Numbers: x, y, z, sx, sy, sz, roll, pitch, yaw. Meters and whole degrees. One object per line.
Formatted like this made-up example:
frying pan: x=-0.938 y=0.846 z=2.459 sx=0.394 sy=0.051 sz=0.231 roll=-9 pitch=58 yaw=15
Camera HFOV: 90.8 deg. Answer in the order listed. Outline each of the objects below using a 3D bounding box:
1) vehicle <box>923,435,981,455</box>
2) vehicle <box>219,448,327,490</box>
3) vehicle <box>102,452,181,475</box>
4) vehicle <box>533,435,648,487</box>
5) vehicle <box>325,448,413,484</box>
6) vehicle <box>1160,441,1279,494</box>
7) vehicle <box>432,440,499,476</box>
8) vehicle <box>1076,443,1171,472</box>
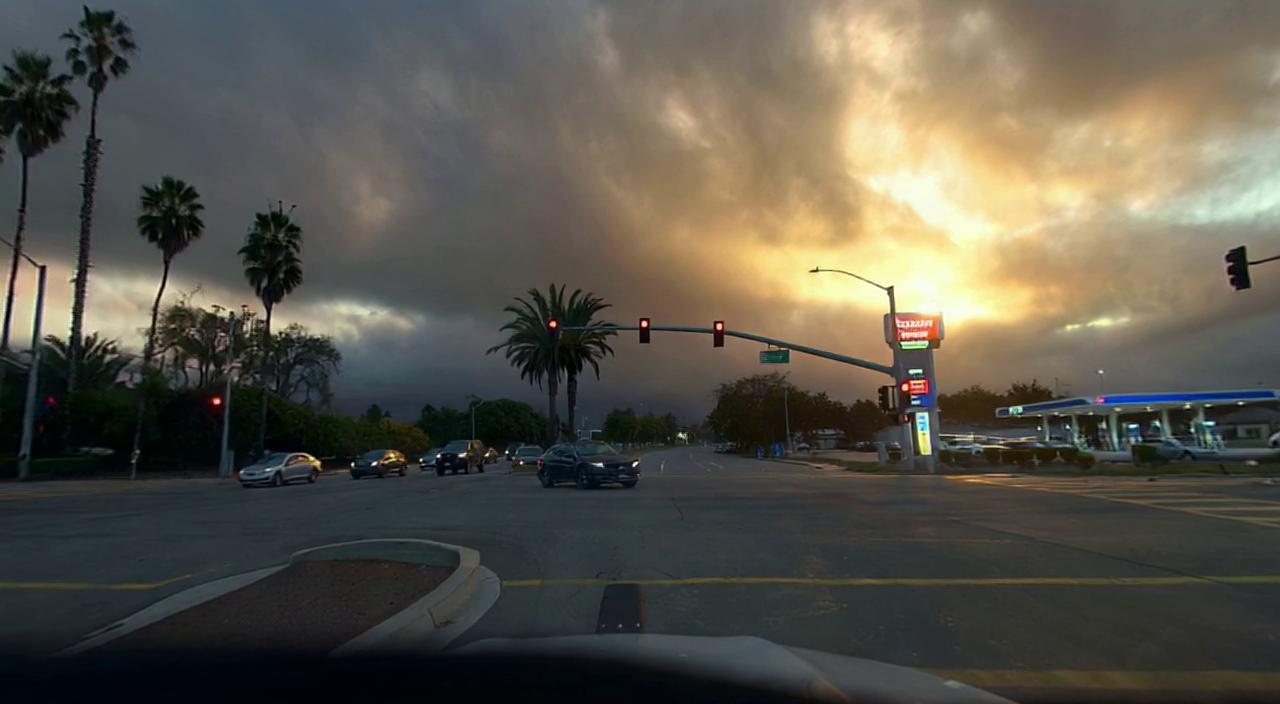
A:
vehicle: x=22.529 y=6.758 z=45.666 sx=3.356 sy=1.395 sz=1.559 roll=0 pitch=-9 yaw=-1
vehicle: x=-15.291 y=4.859 z=26.643 sx=1.956 sy=1.611 sz=4.359 roll=0 pitch=-9 yaw=0
vehicle: x=-35.248 y=7.879 z=44.836 sx=1.886 sy=1.523 sz=4.581 roll=0 pitch=-9 yaw=-1
vehicle: x=-1.927 y=3.879 z=22.843 sx=2.138 sy=1.651 sz=4.938 roll=5 pitch=-10 yaw=-31
vehicle: x=-11.930 y=5.012 z=28.201 sx=1.966 sy=1.455 sz=4.493 roll=0 pitch=-9 yaw=0
vehicle: x=18.815 y=3.407 z=18.820 sx=5.015 sy=1.446 sz=1.862 roll=0 pitch=-9 yaw=-3
vehicle: x=-8.663 y=5.307 z=31.831 sx=2.156 sy=1.662 sz=4.186 roll=0 pitch=-9 yaw=0
vehicle: x=24.255 y=5.292 z=31.745 sx=3.474 sy=1.376 sz=1.538 roll=0 pitch=-9 yaw=-2
